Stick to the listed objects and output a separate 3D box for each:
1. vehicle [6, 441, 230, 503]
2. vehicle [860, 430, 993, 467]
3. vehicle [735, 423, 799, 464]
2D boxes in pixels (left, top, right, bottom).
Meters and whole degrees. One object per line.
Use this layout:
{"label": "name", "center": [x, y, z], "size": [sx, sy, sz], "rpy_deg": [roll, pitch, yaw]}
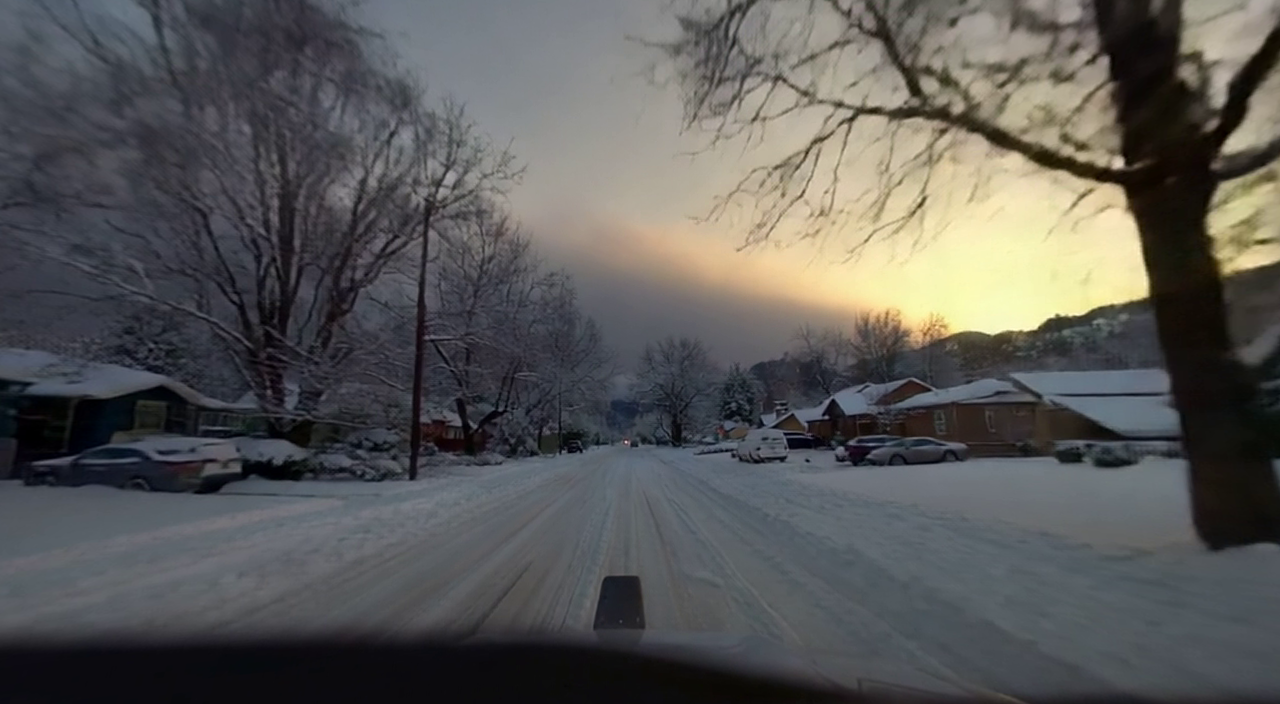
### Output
{"label": "vehicle", "center": [-13.760, 3.161, 16.908], "size": [4.190, 1.529, 1.880], "rpy_deg": [0, -8, -4]}
{"label": "vehicle", "center": [12.053, 4.091, 26.792], "size": [4.686, 1.466, 1.869], "rpy_deg": [0, -8, -1]}
{"label": "vehicle", "center": [6.759, 4.937, 34.138], "size": [2.233, 1.923, 4.848], "rpy_deg": [-4, -8, -2]}
